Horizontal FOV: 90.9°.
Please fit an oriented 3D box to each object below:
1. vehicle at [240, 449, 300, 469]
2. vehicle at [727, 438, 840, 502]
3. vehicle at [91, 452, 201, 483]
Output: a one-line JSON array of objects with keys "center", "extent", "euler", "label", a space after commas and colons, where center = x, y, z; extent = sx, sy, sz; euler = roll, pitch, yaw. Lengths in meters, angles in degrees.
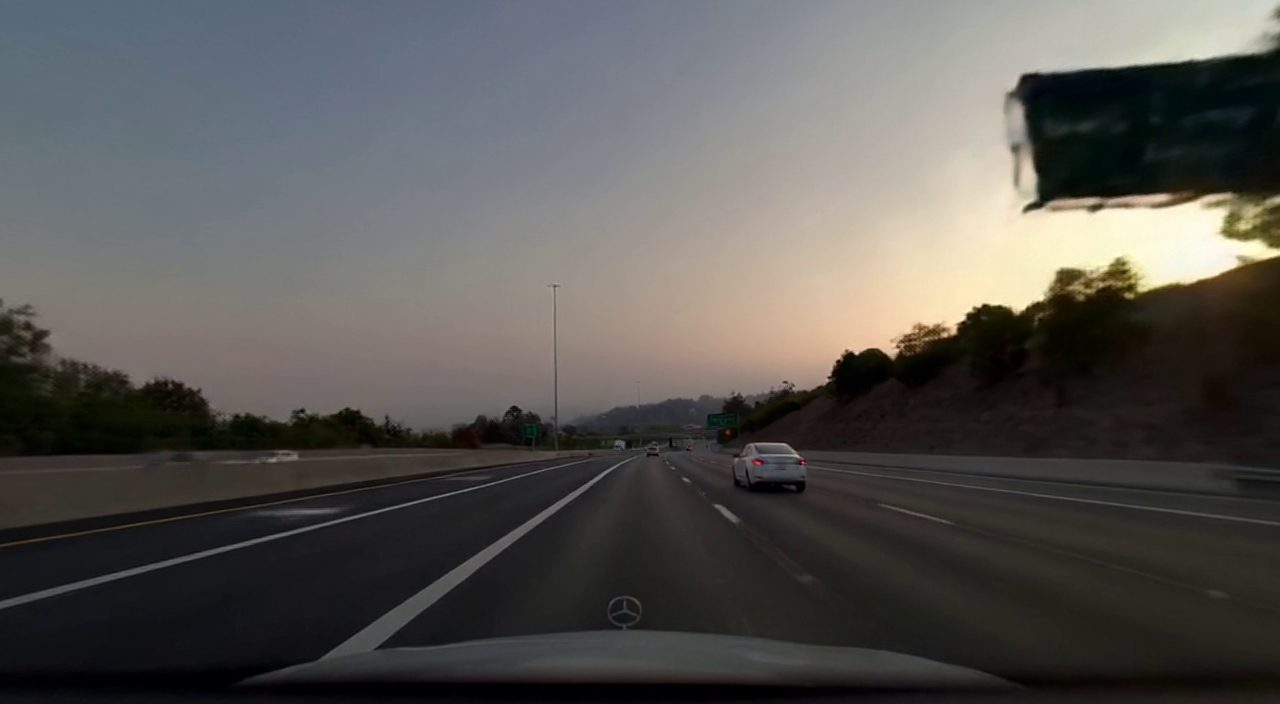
[{"center": [-28.829, 8.338, 49.313], "extent": [1.881, 1.459, 4.568], "euler": [-1, -8, 2], "label": "vehicle"}, {"center": [3.728, 3.166, 17.351], "extent": [1.999, 1.492, 4.673], "euler": [0, -9, 0], "label": "vehicle"}, {"center": [-25.639, 5.995, 33.002], "extent": [2.004, 1.464, 4.598], "euler": [0, -9, 1], "label": "vehicle"}]
